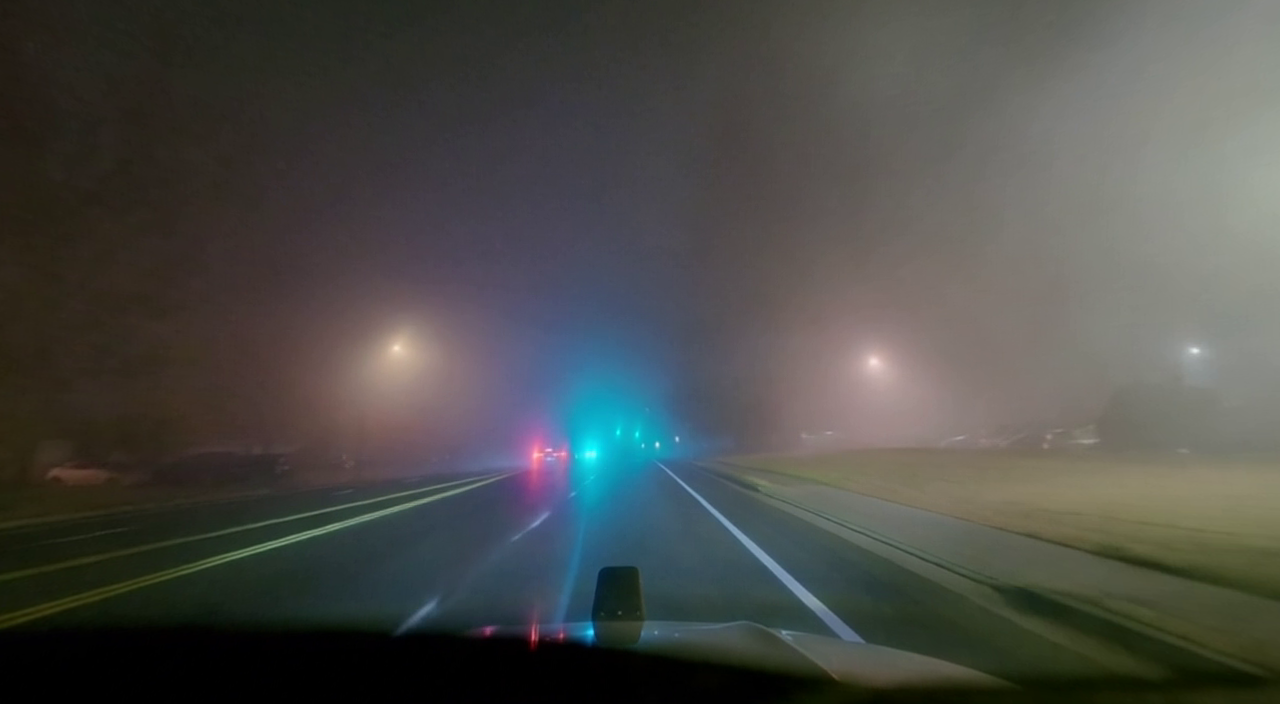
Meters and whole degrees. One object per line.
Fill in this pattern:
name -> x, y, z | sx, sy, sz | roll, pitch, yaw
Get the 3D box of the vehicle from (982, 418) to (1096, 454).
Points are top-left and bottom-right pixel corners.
vehicle -> 17.172, 3.680, 27.476 | 1.784, 1.411, 4.402 | 0, -9, -5

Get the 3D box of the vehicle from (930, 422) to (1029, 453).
vehicle -> 19.941, 5.056, 37.292 | 4.605, 1.480, 1.994 | -3, -8, 1

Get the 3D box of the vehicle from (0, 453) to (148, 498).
vehicle -> -26.205, 5.575, 28.705 | 6.046, 1.942, 2.085 | -1, -9, 3

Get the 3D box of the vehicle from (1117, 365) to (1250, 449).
vehicle -> 17.637, 1.988, 20.902 | 2.153, 2.355, 5.958 | -5, -10, 30

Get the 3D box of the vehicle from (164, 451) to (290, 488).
vehicle -> -20.894, 5.933, 32.150 | 4.866, 1.749, 2.158 | 0, -9, 1

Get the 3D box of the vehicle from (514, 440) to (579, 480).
vehicle -> -3.716, 4.381, 25.915 | 2.030, 1.467, 4.251 | 0, -9, 0
